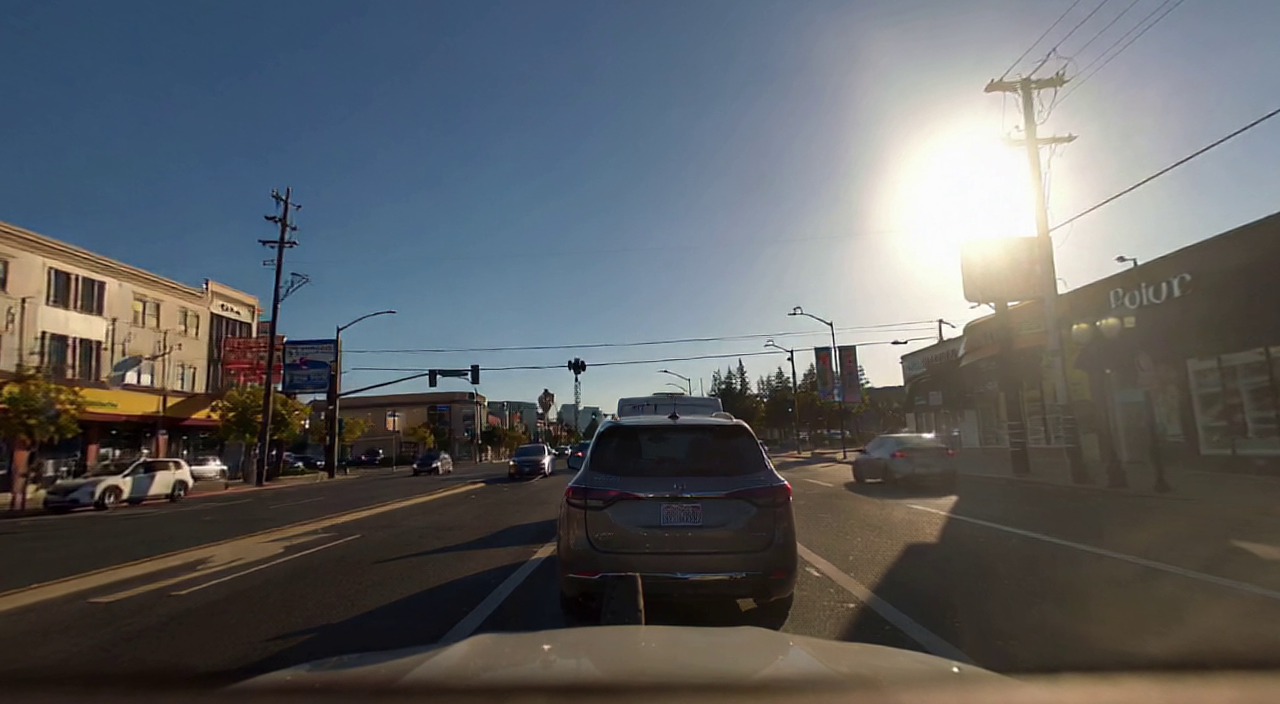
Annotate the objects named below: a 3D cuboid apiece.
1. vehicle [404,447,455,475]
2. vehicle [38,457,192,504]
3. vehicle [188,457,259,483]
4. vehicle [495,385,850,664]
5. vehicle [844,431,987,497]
[{"bbox_3d":[-13.650,7.070,41.114,1.965,1.695,4.284,0,-8,-2],"label":"vehicle"},{"bbox_3d":[-21.358,5.215,25.958,4.608,1.659,1.981,6,-10,-34],"label":"vehicle"},{"bbox_3d":[-27.900,7.877,42.376,1.861,1.578,4.152,0,-8,1],"label":"vehicle"},{"bbox_3d":[0.197,1.320,5.806,2.125,1.669,3.880,0,-8,0],"label":"vehicle"},{"bbox_3d":[7.050,2.898,16.675,1.900,1.507,4.151,0,-8,0],"label":"vehicle"}]
